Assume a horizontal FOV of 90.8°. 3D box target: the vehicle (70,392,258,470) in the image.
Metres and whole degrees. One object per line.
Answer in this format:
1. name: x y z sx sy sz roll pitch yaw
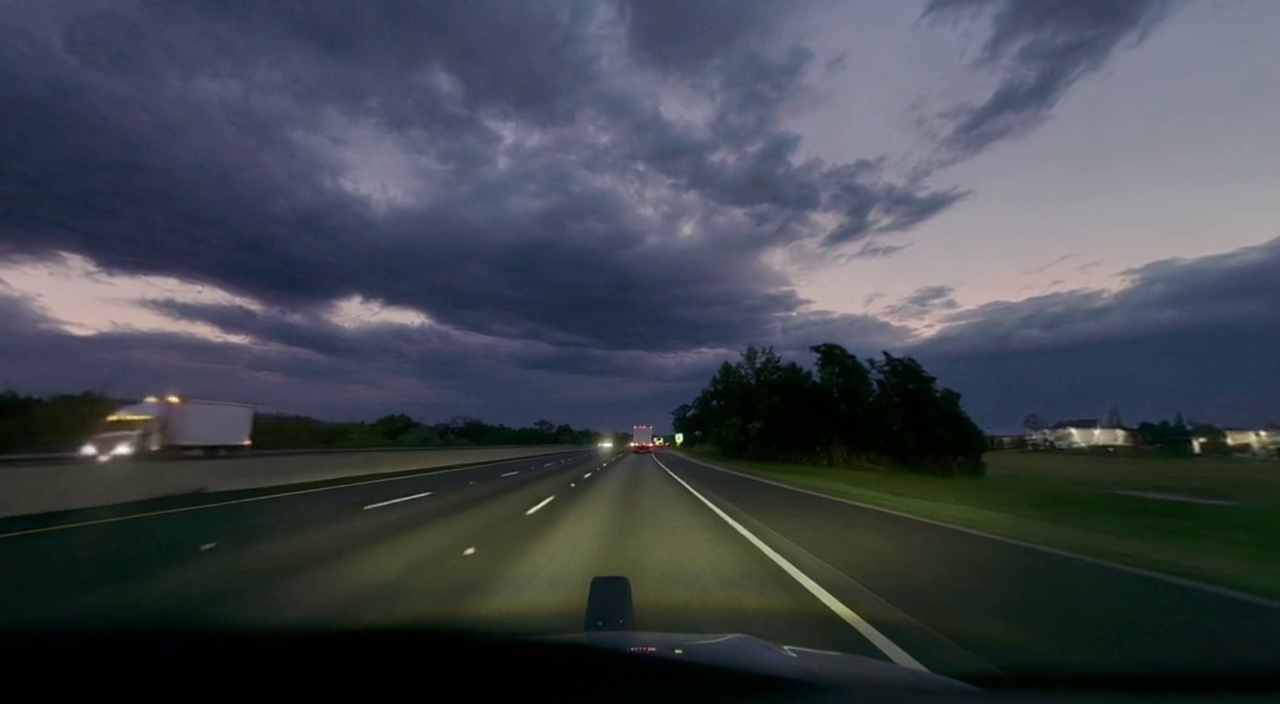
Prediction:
1. vehicle: -24.287 4.241 33.089 3.001 3.494 8.668 0 -9 0
